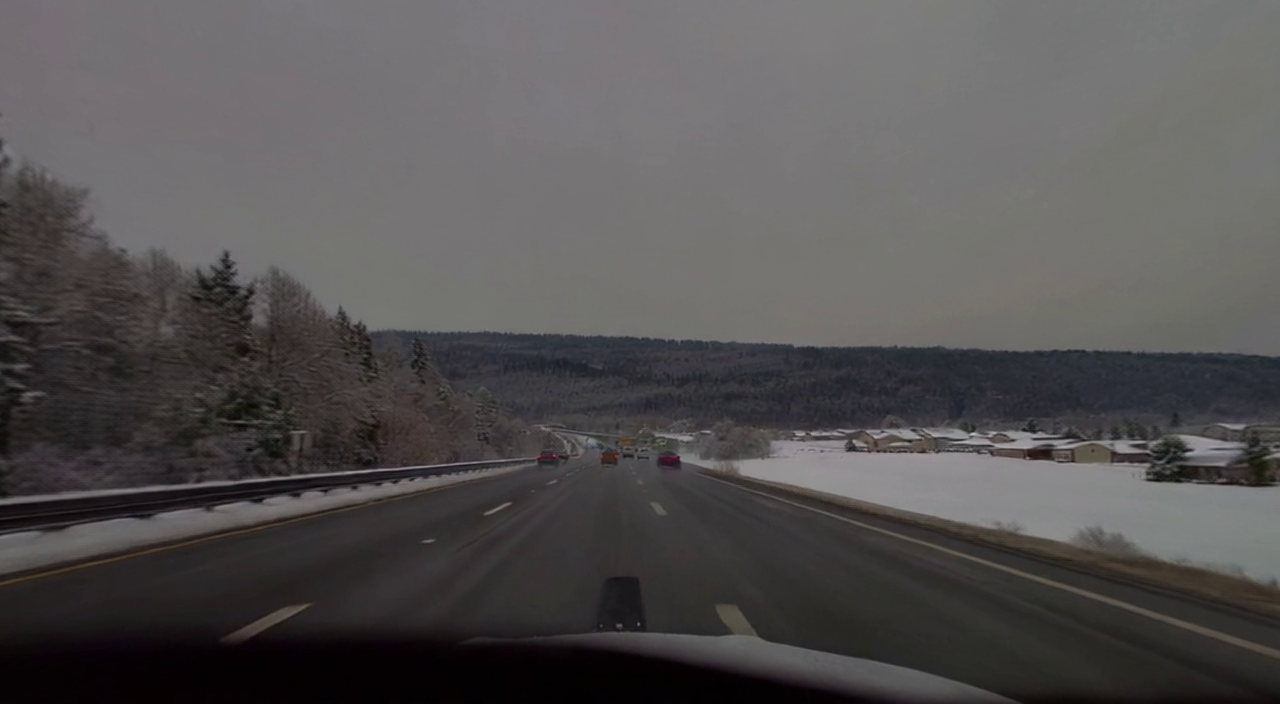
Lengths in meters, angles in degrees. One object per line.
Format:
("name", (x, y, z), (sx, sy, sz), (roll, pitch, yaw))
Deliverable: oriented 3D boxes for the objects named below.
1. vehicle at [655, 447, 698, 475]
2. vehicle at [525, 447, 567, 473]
("vehicle", (2.013, 6.203, 35.997), (2.019, 1.475, 4.301), (0, -9, -2))
("vehicle", (-5.560, 6.460, 37.745), (1.955, 1.468, 3.637), (0, -9, -1))
